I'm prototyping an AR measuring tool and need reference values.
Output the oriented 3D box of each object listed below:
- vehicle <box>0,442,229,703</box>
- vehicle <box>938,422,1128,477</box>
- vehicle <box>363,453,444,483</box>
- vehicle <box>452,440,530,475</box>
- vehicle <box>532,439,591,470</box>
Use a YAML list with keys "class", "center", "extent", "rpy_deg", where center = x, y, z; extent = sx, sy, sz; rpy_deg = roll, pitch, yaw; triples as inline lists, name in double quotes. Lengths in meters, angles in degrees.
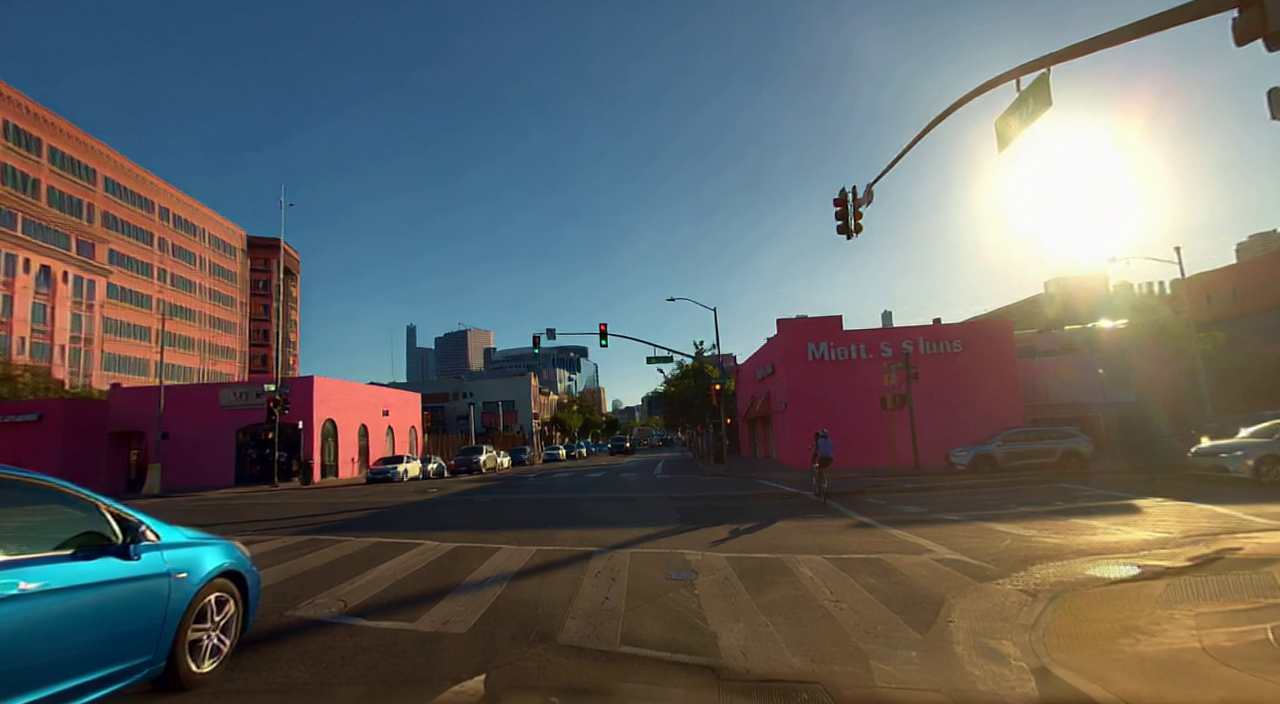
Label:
- class: "vehicle"
  center: [-3.735, 0.972, 2.153]
  extent: [1.759, 1.325, 4.295]
  rpy_deg: [0, -9, 0]
- class: "vehicle"
  center: [11.565, 2.898, 18.795]
  extent: [4.355, 1.546, 1.820]
  rpy_deg: [-1, -9, 6]
- class: "vehicle"
  center: [-12.593, 6.170, 33.873]
  extent: [1.976, 1.425, 4.567]
  rpy_deg: [-1, -9, 9]
- class: "vehicle"
  center: [-8.379, 5.977, 36.057]
  extent: [2.152, 1.825, 5.406]
  rpy_deg: [-2, -9, 12]
- class: "vehicle"
  center: [-4.498, 5.977, 36.883]
  extent: [1.928, 1.647, 4.575]
  rpy_deg: [-2, -9, 13]
